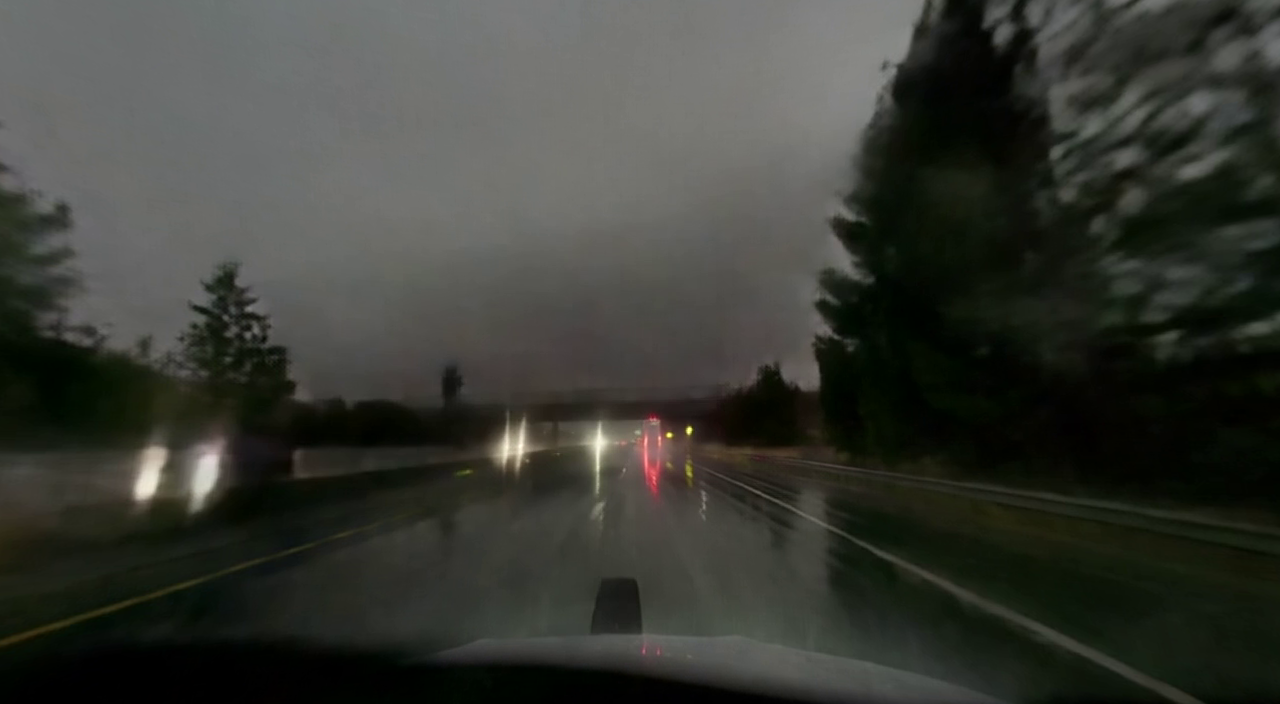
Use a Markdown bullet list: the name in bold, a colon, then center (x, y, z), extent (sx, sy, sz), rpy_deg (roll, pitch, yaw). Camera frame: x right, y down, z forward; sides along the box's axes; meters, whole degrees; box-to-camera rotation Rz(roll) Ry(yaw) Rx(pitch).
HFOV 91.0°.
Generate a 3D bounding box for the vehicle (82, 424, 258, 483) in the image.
- **vehicle**: center (-13.741, 3.005, 18.831), extent (1.792, 1.524, 4.502), rpy_deg (0, -8, 0)
